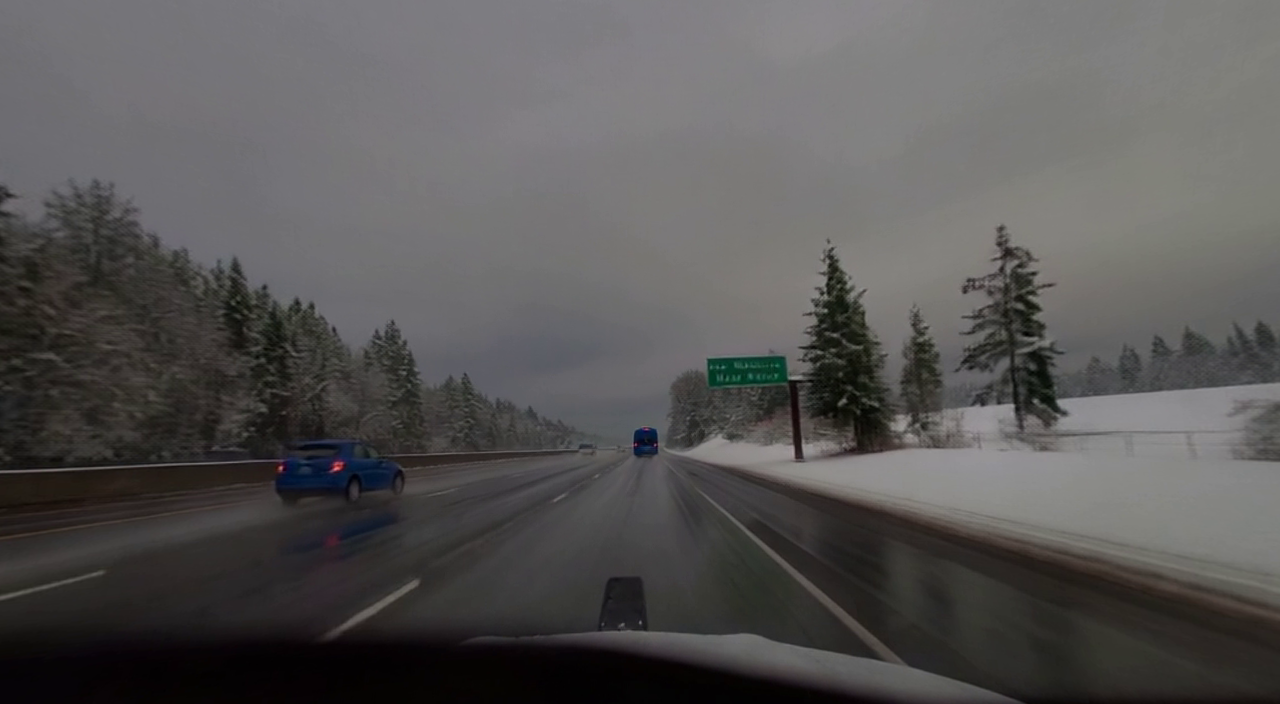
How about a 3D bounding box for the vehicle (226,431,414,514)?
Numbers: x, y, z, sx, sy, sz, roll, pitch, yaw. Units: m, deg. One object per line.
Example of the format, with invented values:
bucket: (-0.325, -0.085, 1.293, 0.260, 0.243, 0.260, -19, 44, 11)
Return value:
vehicle: (-7.429, 2.826, 15.344, 2.080, 1.674, 4.660, 0, -8, 1)
